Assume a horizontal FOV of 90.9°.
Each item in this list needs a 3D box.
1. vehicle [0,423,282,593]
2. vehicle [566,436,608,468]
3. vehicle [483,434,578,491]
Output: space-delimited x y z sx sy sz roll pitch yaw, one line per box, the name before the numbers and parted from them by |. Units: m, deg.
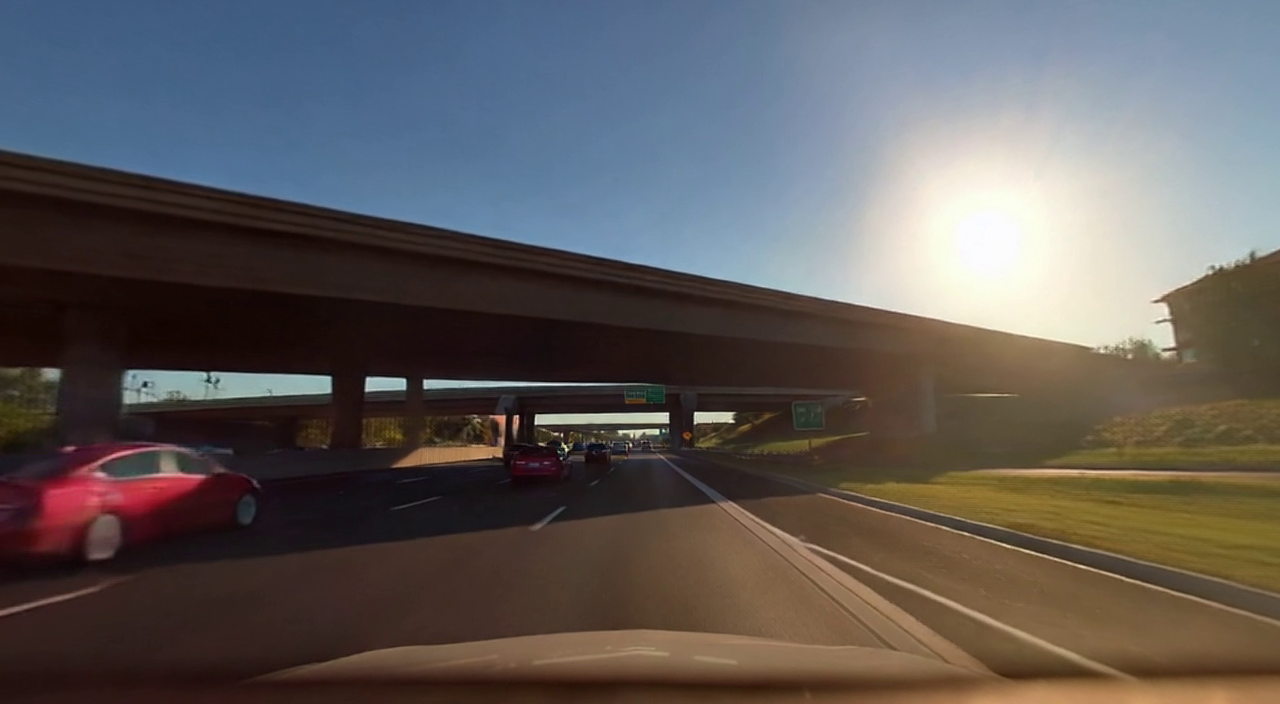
vehicle | -6.905 1.737 7.798 2.069 1.551 4.830 0 -8 1
vehicle | -3.172 6.112 38.562 2.080 1.811 4.644 0 -8 1
vehicle | -3.420 3.564 20.714 2.210 1.628 4.586 0 -8 1
